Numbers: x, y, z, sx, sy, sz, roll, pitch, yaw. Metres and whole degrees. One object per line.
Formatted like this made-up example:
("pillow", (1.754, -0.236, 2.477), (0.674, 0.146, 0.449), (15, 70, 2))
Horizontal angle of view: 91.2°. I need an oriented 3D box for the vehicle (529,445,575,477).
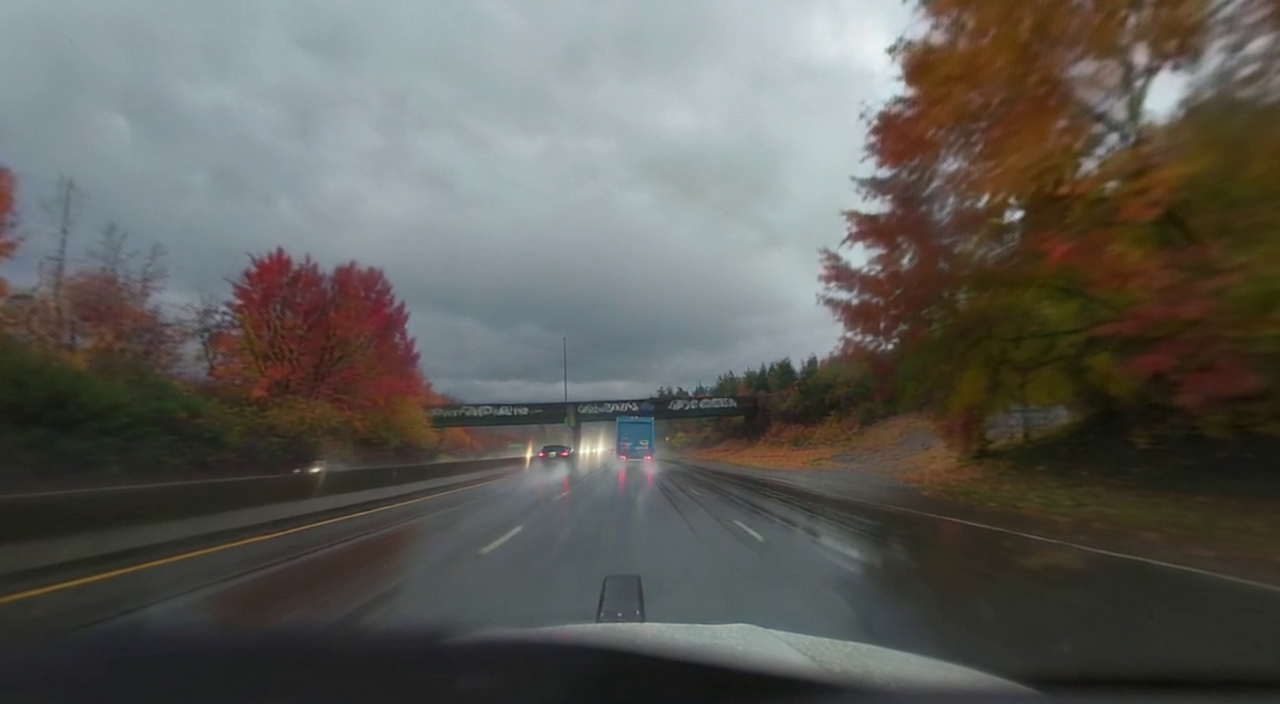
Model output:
("vehicle", (-4.489, 5.614, 32.449), (1.892, 1.529, 3.996), (0, -9, -1))
